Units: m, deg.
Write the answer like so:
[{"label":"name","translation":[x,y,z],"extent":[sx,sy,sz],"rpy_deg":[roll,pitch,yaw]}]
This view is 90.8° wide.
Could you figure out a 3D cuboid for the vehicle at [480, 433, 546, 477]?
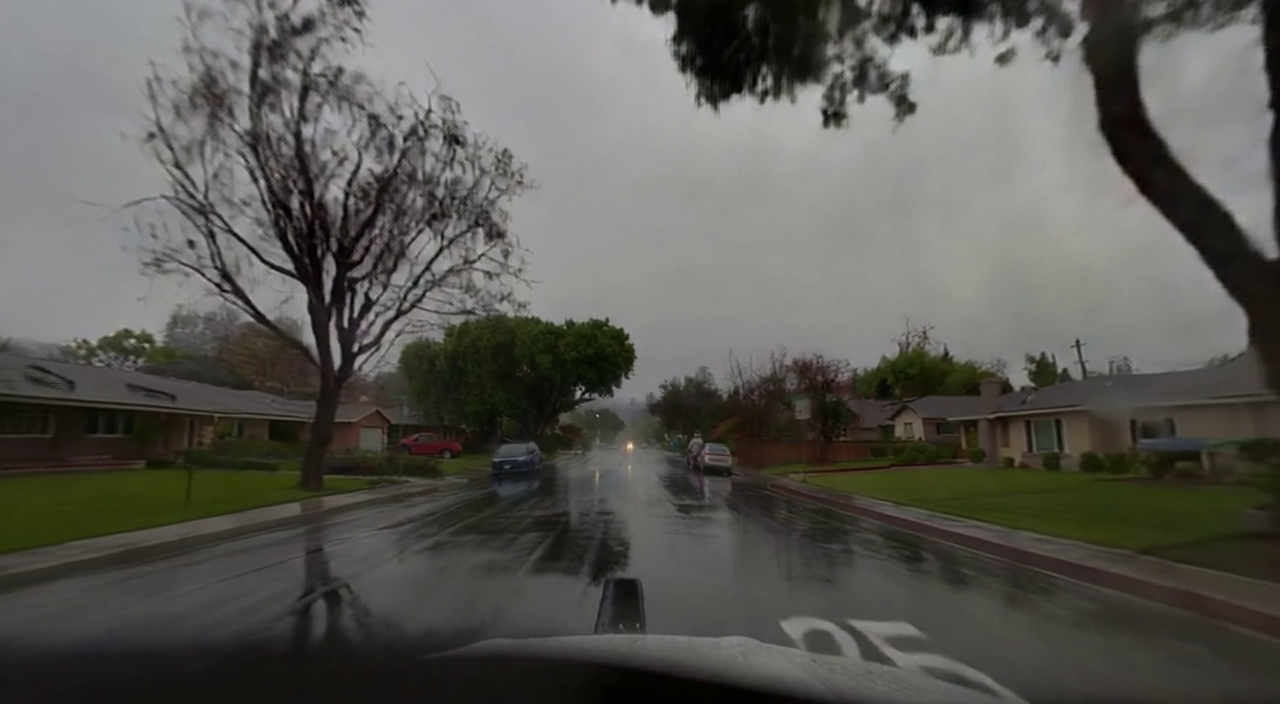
[{"label":"vehicle","translation":[-6.255,5.184,31.849],"extent":[2.322,1.949,5.695],"rpy_deg":[-1,-9,-2]}]

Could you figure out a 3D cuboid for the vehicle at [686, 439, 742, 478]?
[{"label":"vehicle","translation":[3.543,5.197,31.114],"extent":[2.033,1.730,4.554],"rpy_deg":[0,-9,-2]}]

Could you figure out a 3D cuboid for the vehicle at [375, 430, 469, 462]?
[{"label":"vehicle","translation":[-13.355,5.803,38.955],"extent":[5.024,1.903,2.102],"rpy_deg":[0,-9,0]}]
